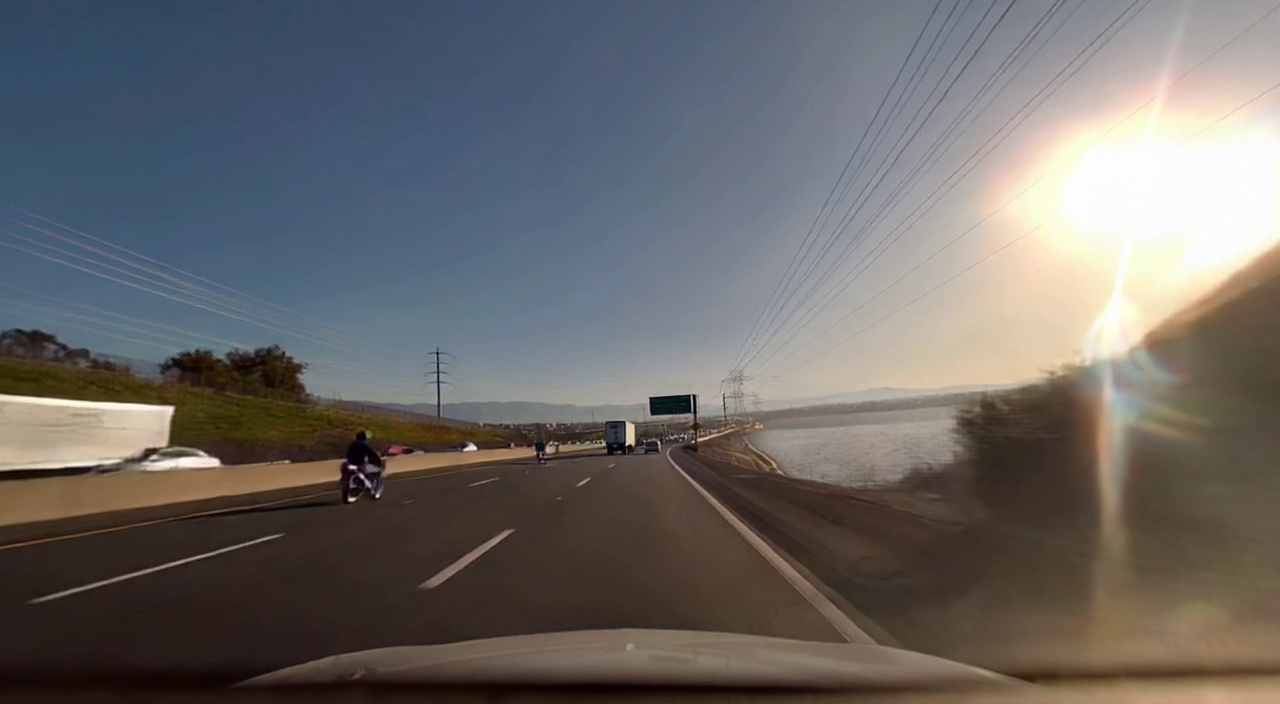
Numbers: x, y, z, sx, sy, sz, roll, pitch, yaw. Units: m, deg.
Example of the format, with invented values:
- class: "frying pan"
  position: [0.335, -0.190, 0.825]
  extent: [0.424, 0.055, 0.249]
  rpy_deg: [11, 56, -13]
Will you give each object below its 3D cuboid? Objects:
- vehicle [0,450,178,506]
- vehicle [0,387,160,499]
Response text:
- class: "vehicle"
  position: [-16.874, 3.769, 19.405]
  extent: [1.897, 1.459, 4.402]
  rpy_deg: [0, -8, 1]
- class: "vehicle"
  position: [-24.582, 3.530, 24.424]
  extent: [2.961, 4.007, 11.214]
  rpy_deg: [0, -8, 1]
